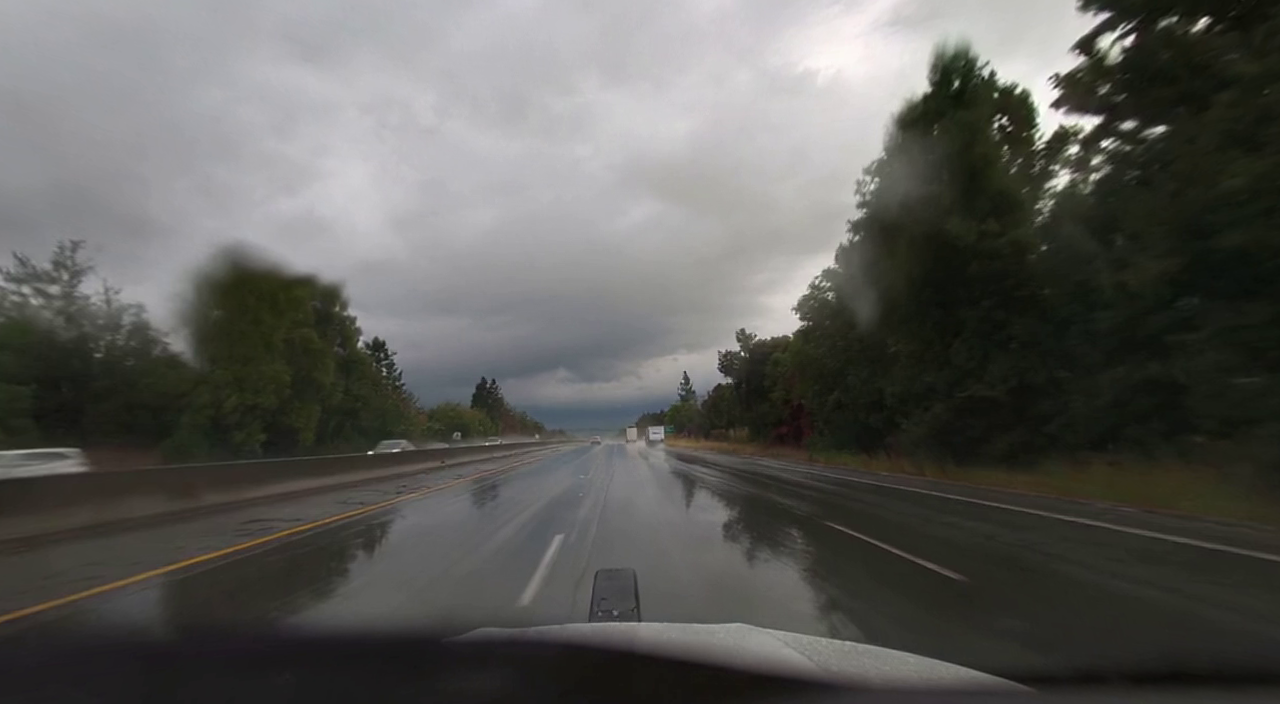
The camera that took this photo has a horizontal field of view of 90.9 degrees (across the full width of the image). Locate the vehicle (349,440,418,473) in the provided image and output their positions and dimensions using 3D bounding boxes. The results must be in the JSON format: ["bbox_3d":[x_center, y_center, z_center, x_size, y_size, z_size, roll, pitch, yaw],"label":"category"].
[{"bbox_3d":[-12.630,5.135,31.287,1.908,1.459,3.917,0,-8,-3],"label":"vehicle"}]
